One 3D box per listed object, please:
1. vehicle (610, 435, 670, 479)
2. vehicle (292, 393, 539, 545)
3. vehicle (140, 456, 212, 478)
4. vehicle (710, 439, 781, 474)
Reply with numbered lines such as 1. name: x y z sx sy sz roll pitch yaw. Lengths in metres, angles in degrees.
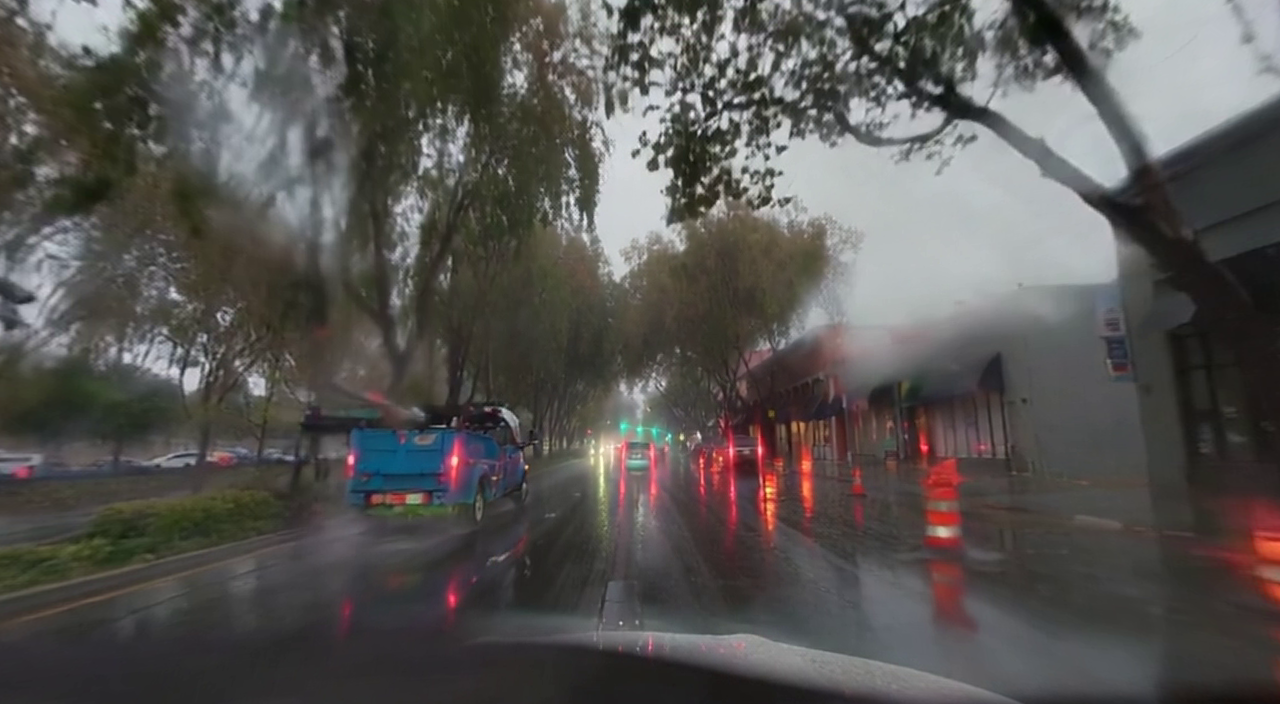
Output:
1. vehicle: -0.065 4.563 27.756 2.413 1.748 4.406 0 -8 -1
2. vehicle: -3.537 2.025 11.572 2.424 2.063 5.678 0 -8 0
3. vehicle: -34.888 8.678 47.698 1.876 1.470 4.711 0 -8 0
4. vehicle: 5.150 5.151 31.403 2.082 1.601 4.451 1 -9 -10
